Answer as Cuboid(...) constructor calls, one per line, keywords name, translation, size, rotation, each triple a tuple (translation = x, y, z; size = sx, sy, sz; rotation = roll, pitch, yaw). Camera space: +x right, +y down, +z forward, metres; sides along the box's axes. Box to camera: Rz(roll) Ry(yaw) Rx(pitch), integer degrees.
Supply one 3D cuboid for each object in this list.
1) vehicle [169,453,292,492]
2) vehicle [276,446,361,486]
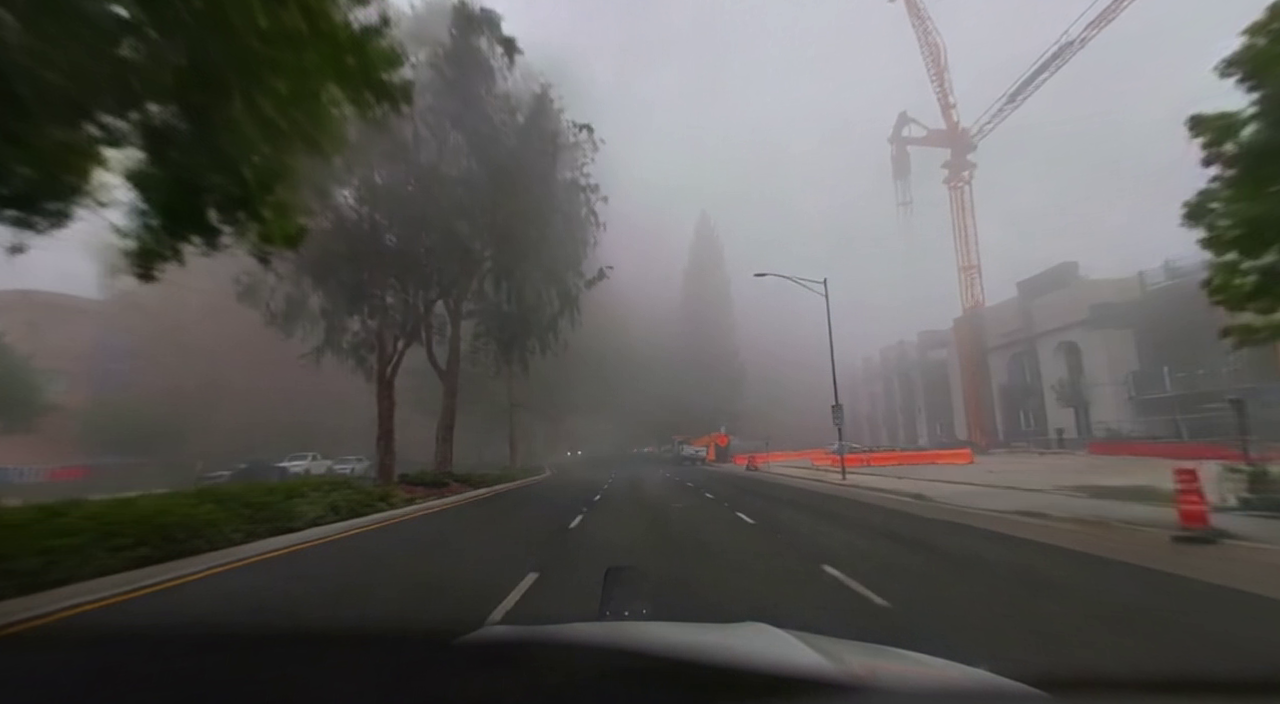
Cuboid(name="vehicle", translation=(-21.801, 6.407, 33.929), size=(2.328, 1.918, 5.628), rotation=(-1, -9, 7))
Cuboid(name="vehicle", translation=(-18.072, 6.429, 35.777), size=(2.286, 2.069, 5.077), rotation=(1, -9, -3))
